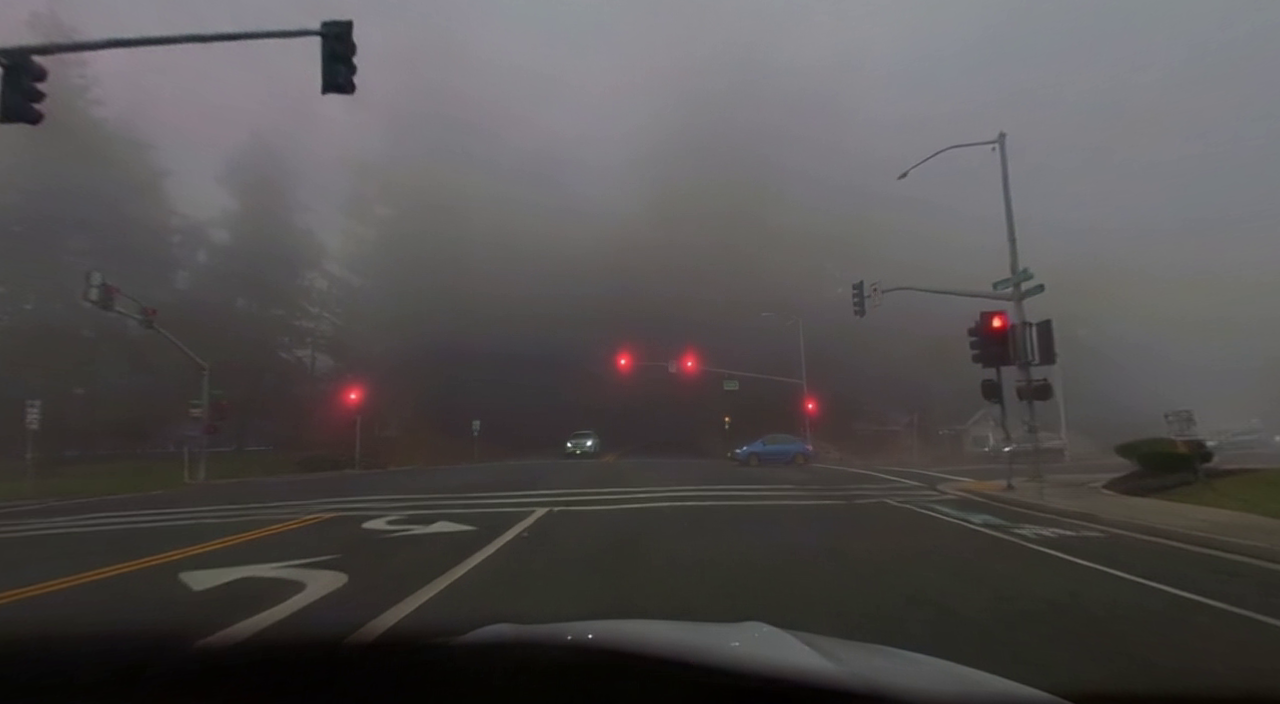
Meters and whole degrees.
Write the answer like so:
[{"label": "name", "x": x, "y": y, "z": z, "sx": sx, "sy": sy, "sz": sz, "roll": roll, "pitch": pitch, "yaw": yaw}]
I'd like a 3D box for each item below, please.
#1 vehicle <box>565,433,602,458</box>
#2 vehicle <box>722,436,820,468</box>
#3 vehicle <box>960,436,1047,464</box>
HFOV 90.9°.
[{"label": "vehicle", "x": -3.794, "y": 6.393, "z": 43.195, "sx": 2.140, "sy": 1.638, "sz": 4.259, "roll": 0, "pitch": -8, "yaw": 0}, {"label": "vehicle", "x": 6.543, "y": 4.962, "z": 31.385, "sx": 4.528, "sy": 1.482, "sz": 1.864, "roll": 4, "pitch": -9, "yaw": -26}, {"label": "vehicle", "x": 21.024, "y": 5.673, "z": 36.464, "sx": 4.377, "sy": 1.523, "sz": 1.877, "roll": 3, "pitch": -9, "yaw": -19}]
